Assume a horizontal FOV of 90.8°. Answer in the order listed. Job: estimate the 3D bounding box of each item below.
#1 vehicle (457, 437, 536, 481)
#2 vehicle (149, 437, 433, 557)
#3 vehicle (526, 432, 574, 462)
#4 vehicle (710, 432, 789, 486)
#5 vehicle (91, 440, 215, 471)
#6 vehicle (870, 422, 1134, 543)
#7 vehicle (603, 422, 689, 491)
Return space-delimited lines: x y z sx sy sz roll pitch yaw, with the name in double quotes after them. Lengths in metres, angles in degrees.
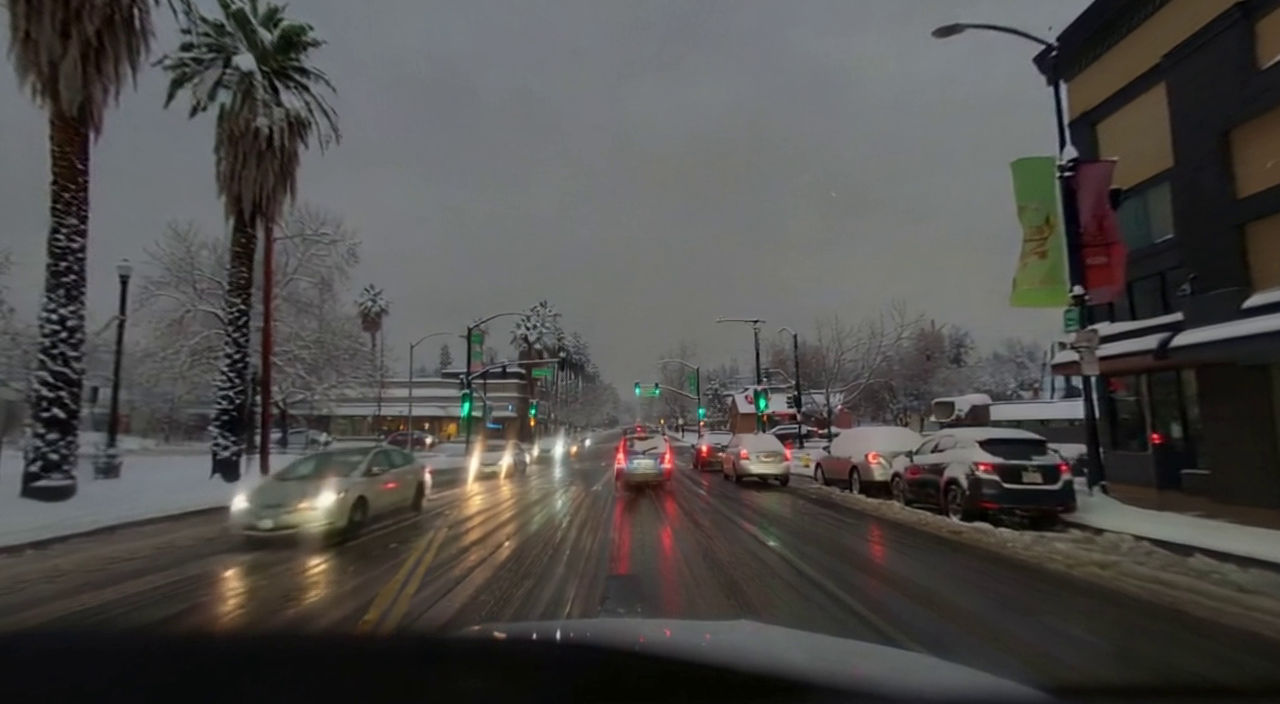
-5.393 4.084 24.374 2.092 1.504 4.374 0 -8 -1 "vehicle"
-4.989 2.094 10.019 1.946 1.412 4.657 0 -8 -2 "vehicle"
-5.551 5.965 39.711 2.341 1.762 4.865 0 -8 0 "vehicle"
3.722 3.726 22.322 2.070 1.711 4.480 0 -8 1 "vehicle"
-25.737 5.447 33.612 1.873 1.507 4.809 -3 -8 23 "vehicle"
6.138 2.242 11.578 2.008 1.729 4.647 0 -8 -1 "vehicle"
0.117 3.097 18.971 2.264 1.798 4.531 0 -8 -1 "vehicle"
